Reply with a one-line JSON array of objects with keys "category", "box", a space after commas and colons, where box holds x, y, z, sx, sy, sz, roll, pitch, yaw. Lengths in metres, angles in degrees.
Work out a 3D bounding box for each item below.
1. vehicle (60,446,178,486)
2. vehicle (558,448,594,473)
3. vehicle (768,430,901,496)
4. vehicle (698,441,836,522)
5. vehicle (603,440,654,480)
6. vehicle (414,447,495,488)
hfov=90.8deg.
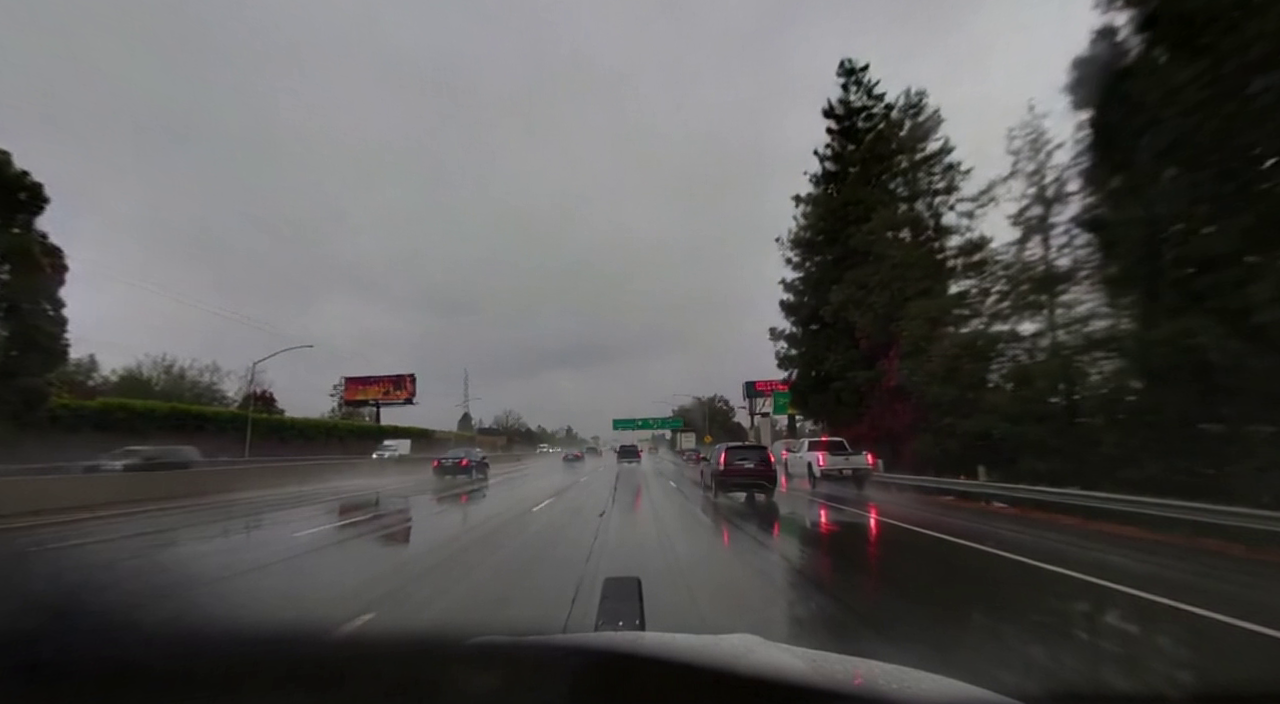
[{"category": "vehicle", "box": [-22.790, 4.964, 27.841, 1.786, 1.622, 3.932, 0, -9, 0]}, {"category": "vehicle", "box": [-4.157, 7.077, 41.475, 1.935, 1.487, 4.076, 0, -8, 0]}, {"category": "vehicle", "box": [6.375, 3.732, 21.750, 2.635, 1.919, 5.907, 0, -8, -1]}, {"category": "vehicle", "box": [2.528, 2.688, 13.757, 2.011, 1.462, 4.286, 0, -8, -1]}, {"category": "vehicle", "box": [-0.535, 5.323, 31.505, 2.323, 1.805, 4.729, 0, -8, 0]}, {"category": "vehicle", "box": [-7.378, 4.627, 25.605, 1.920, 1.482, 4.385, 0, -8, 0]}]
